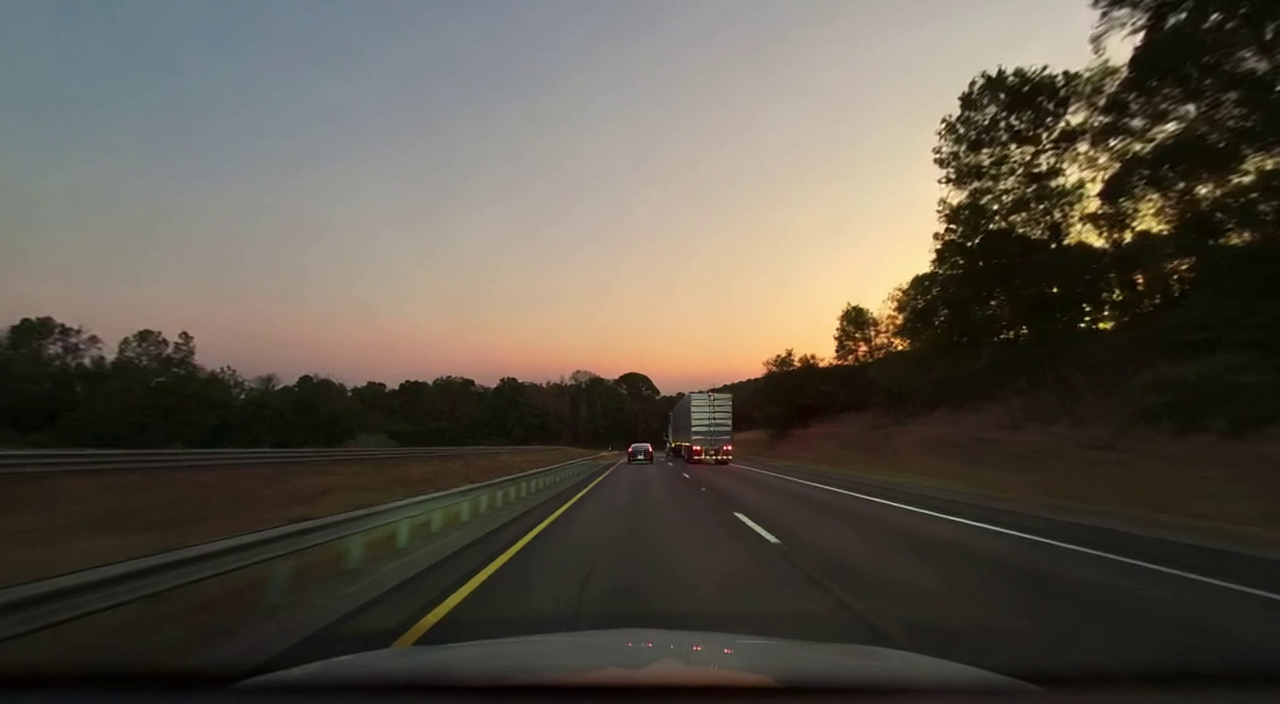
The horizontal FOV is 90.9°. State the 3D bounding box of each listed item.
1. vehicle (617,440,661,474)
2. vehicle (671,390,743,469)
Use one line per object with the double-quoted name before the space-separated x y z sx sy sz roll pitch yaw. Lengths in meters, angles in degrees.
"vehicle" -0.053 5.060 30.646 1.968 1.515 4.025 0 -8 0
"vehicle" 3.964 5.298 41.457 2.929 4.158 15.921 0 -8 0
